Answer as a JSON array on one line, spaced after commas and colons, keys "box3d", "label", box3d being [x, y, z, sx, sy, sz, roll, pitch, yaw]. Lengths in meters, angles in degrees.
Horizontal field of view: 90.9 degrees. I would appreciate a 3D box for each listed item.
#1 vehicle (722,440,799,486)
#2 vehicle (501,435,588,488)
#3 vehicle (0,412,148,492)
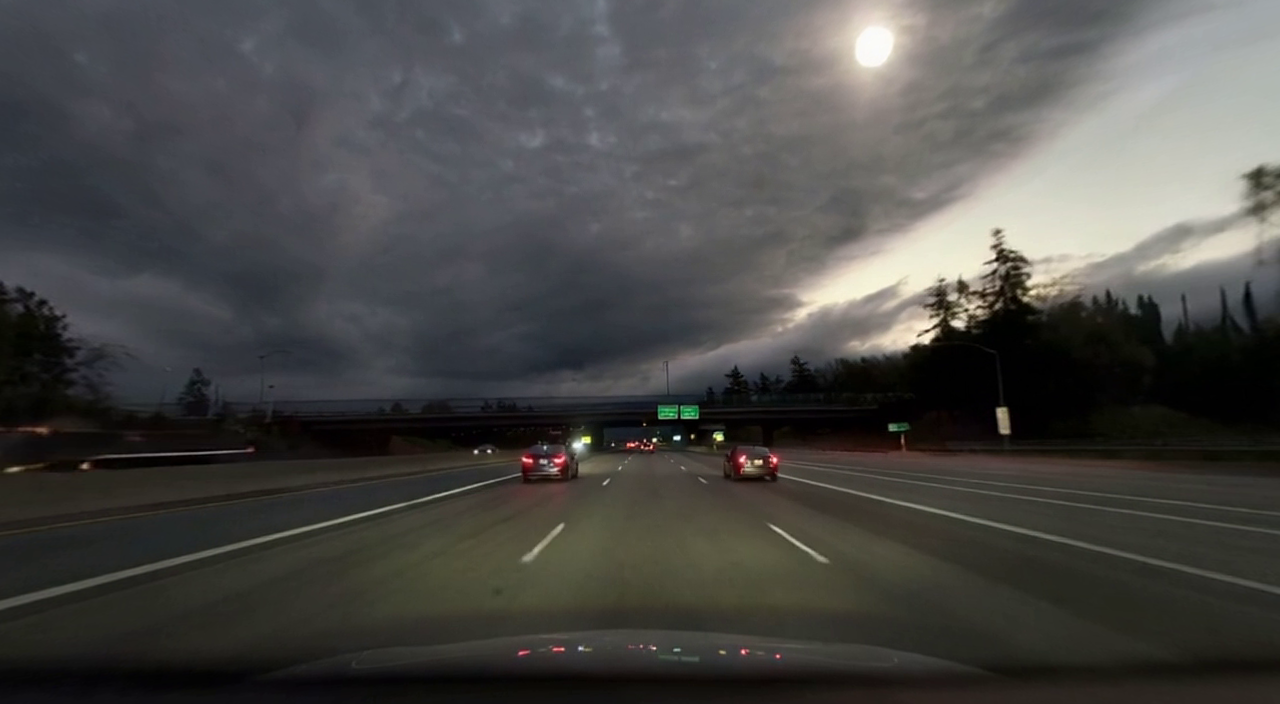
[{"box3d": [4.230, 3.947, 22.826, 1.908, 1.483, 4.259, 0, -8, -1], "label": "vehicle"}, {"box3d": [-3.319, 3.937, 23.059, 2.259, 1.706, 4.924, 0, -8, 2], "label": "vehicle"}, {"box3d": [-28.938, 4.769, 30.301, 2.858, 3.421, 9.440, 0, -8, 0], "label": "vehicle"}]
